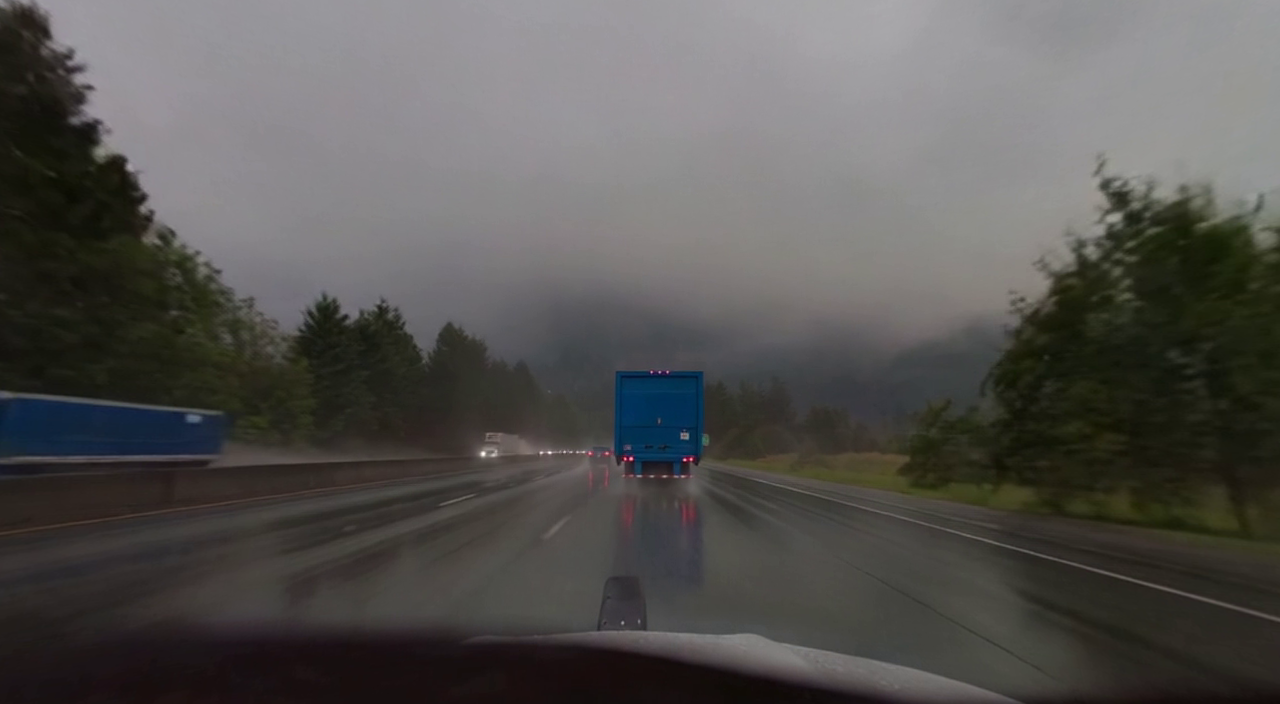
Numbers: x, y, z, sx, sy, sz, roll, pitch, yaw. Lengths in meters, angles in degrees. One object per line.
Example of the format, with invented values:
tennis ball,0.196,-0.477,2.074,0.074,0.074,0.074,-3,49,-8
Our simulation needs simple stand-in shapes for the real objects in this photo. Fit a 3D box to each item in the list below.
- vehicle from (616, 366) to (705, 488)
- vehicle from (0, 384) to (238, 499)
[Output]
vehicle,0.624,3.222,25.741,2.898,3.973,10.063,0,-9,0
vehicle,-24.179,4.076,28.009,3.013,4.037,14.686,0,-9,0
